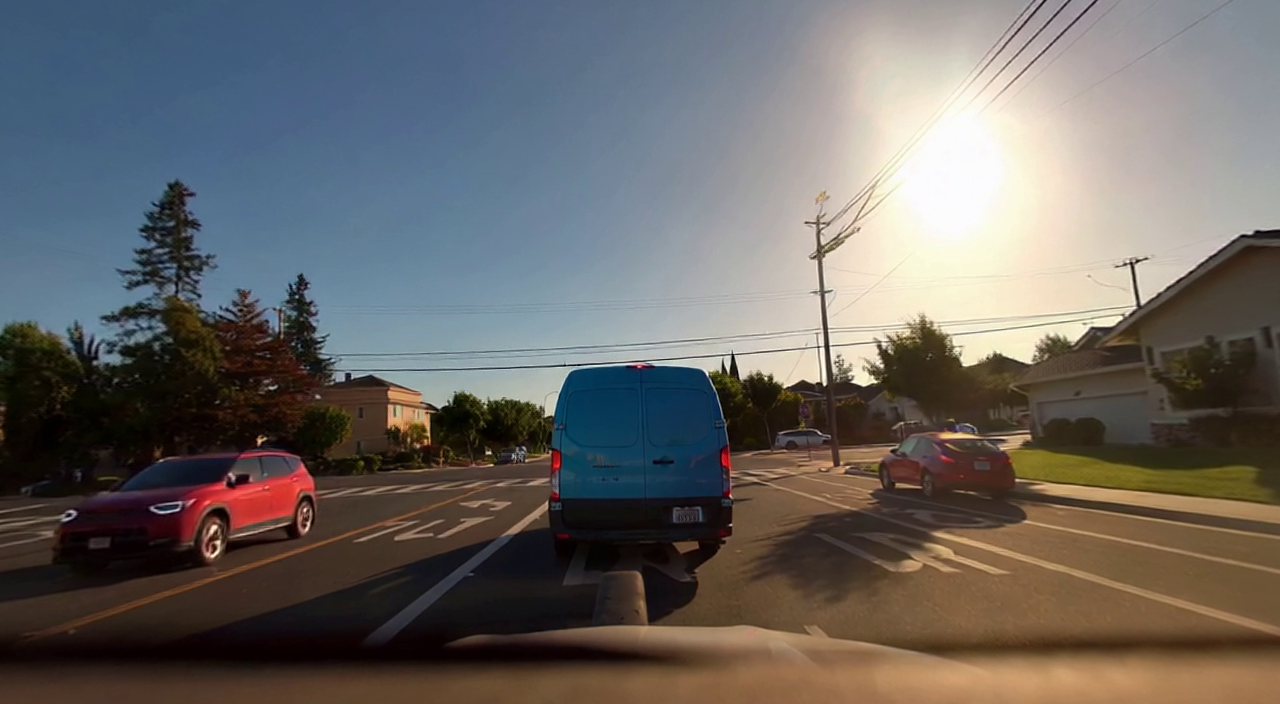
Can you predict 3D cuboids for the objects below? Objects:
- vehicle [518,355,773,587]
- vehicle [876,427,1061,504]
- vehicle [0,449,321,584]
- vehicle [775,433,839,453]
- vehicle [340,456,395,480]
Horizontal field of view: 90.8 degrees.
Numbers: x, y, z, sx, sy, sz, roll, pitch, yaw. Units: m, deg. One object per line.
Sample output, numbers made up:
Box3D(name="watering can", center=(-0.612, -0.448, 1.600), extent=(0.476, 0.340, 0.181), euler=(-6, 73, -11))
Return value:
Box3D(name="vehicle", center=(0.057, 1.451, 8.342), extent=(2.342, 2.142, 4.809), euler=(0, -9, 0))
Box3D(name="vehicle", center=(7.350, 2.570, 14.726), extent=(1.883, 1.504, 4.220), euler=(0, -9, -2))
Box3D(name="vehicle", center=(-7.490, 2.508, 10.615), extent=(1.997, 1.724, 4.417), euler=(0, -9, -1))
Box3D(name="vehicle", center=(13.152, 7.186, 49.815), extent=(4.483, 1.463, 1.805), euler=(0, -8, -1))
Box3D(name="vehicle", center=(-18.335, 7.807, 42.721), extent=(1.816, 1.445, 4.120), euler=(0, -9, 0))
